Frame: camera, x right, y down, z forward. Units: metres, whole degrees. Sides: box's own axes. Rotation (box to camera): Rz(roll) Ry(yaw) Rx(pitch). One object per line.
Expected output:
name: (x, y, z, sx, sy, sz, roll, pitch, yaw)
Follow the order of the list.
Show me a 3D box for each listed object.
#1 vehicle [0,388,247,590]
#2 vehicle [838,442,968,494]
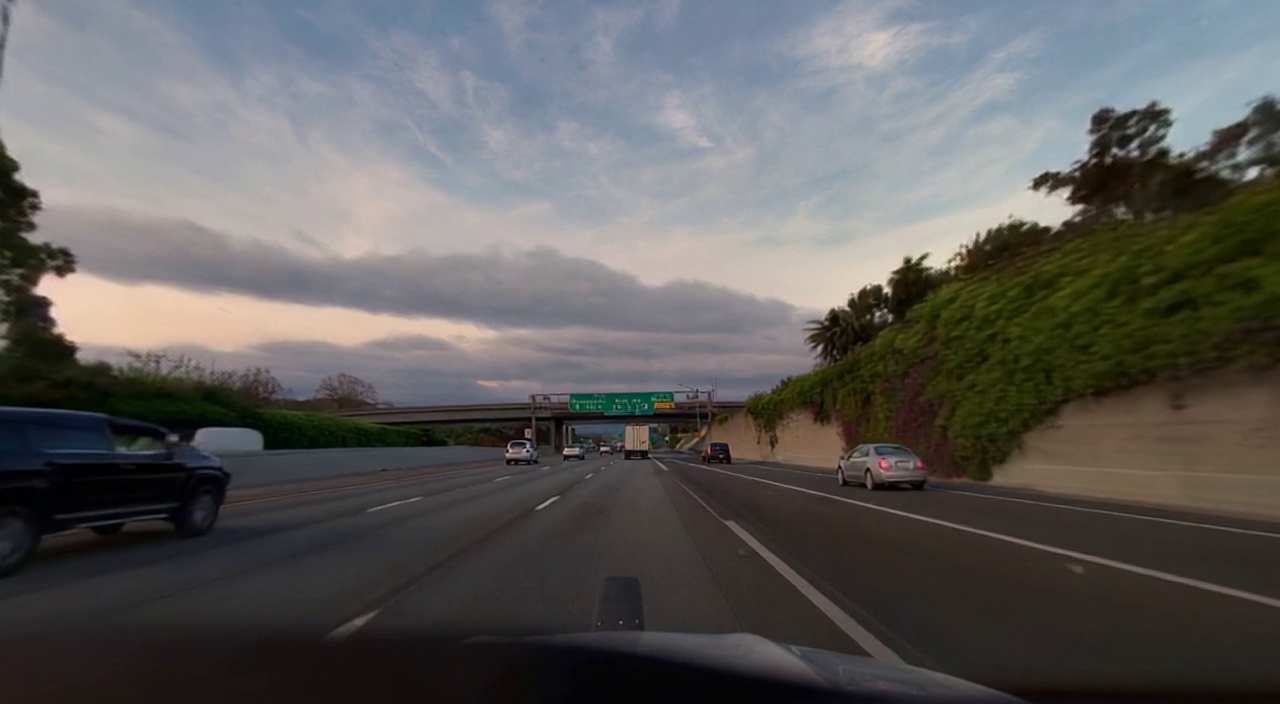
vehicle: (-6.724, 1.344, 6.444, 2.179, 1.753, 4.999, 0, -9, 0)
vehicle: (8.519, 3.793, 20.975, 2.075, 1.510, 4.569, 1, -9, -4)
